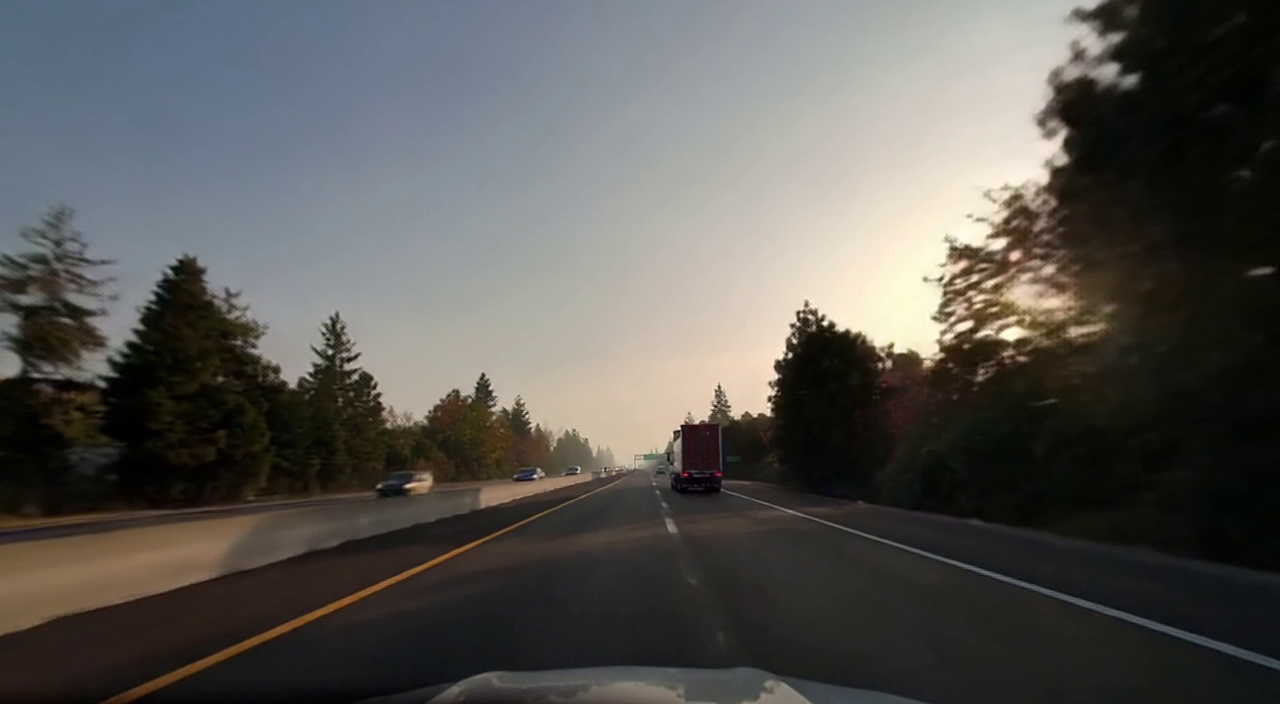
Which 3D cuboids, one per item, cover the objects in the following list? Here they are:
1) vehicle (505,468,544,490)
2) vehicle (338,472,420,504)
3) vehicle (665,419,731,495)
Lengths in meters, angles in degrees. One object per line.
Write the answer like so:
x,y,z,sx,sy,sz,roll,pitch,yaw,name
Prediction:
-8.354,9.205,45.937,1.887,1.462,4.482,0,-11,1,vehicle
-12.241,6.385,29.888,1.926,1.351,4.457,0,-10,0,vehicle
3.443,6.988,41.347,3.204,4.102,13.306,0,-10,1,vehicle
